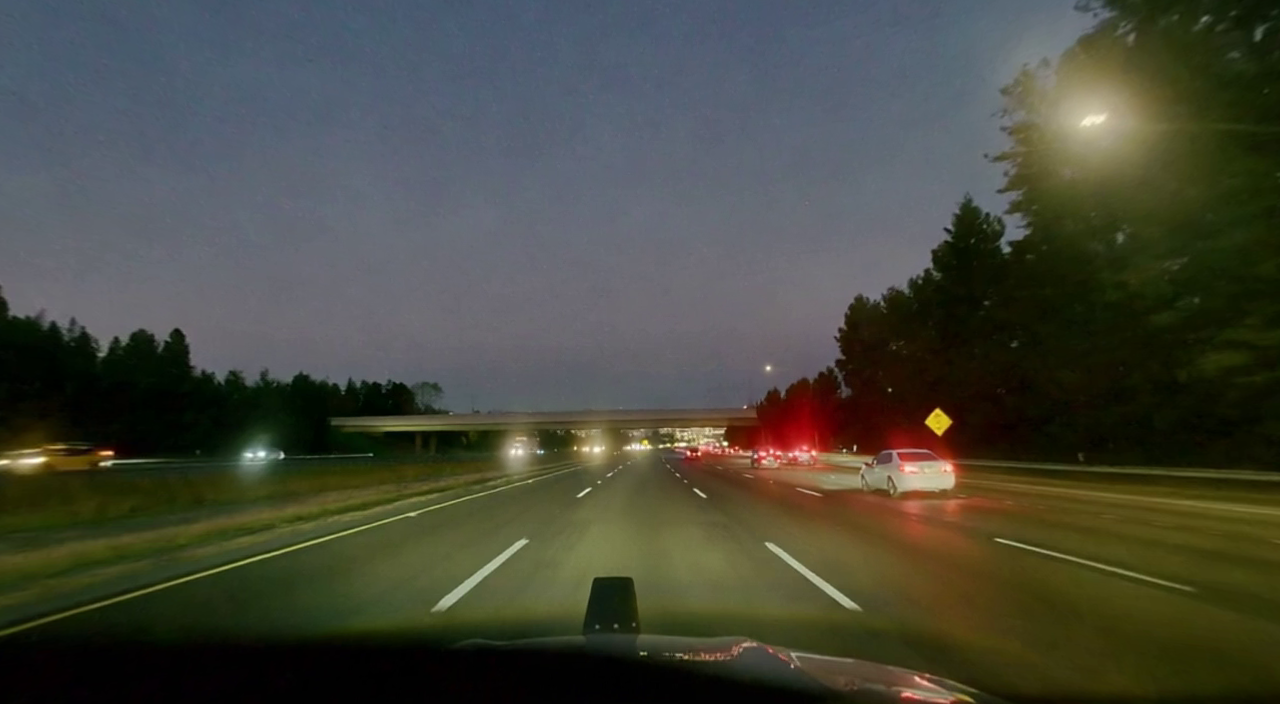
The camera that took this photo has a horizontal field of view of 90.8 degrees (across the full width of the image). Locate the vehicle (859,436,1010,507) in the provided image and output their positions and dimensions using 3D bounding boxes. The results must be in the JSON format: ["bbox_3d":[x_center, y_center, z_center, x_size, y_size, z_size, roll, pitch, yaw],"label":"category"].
[{"bbox_3d":[7.581,3.096,16.805,1.862,1.613,4.316,0,-9,-1],"label":"vehicle"}]

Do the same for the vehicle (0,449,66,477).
[{"bbox_3d":[-34.641,6.114,34.879,1.712,1.458,4.420,0,-9,0],"label":"vehicle"}]
